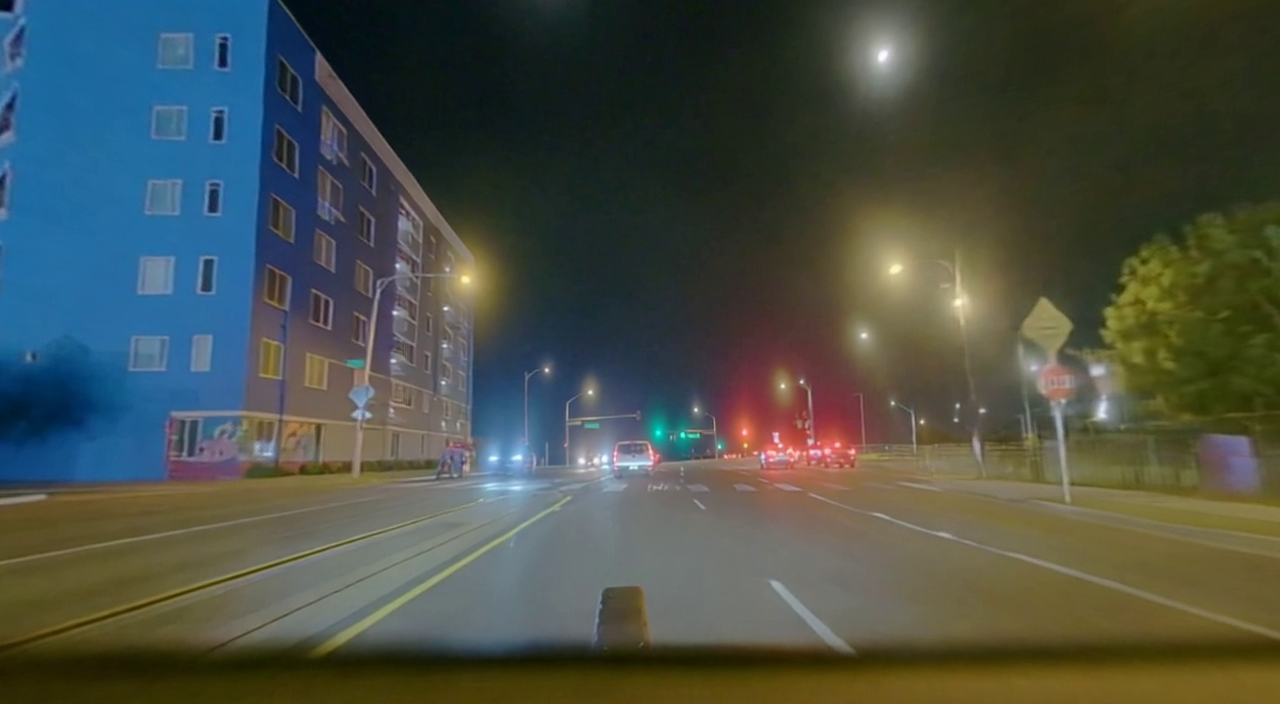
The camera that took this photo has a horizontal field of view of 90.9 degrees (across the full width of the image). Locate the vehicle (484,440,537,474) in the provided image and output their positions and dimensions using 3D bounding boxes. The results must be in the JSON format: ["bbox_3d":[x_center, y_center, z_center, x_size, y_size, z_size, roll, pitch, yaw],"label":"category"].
[{"bbox_3d":[-8.376,6.821,41.280,2.393,2.059,4.739,0,-8,2],"label":"vehicle"}]

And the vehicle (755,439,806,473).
[{"bbox_3d":[7.637,5.667,34.649,1.952,1.749,4.311,0,-8,2],"label":"vehicle"}]

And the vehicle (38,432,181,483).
[{"bbox_3d":[-39.031,7.784,46.622,7.491,3.562,2.925,1,-8,-4],"label":"vehicle"}]

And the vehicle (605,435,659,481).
[{"bbox_3d":[-0.319,4.581,27.591,2.160,1.786,4.702,0,-8,0],"label":"vehicle"}]
